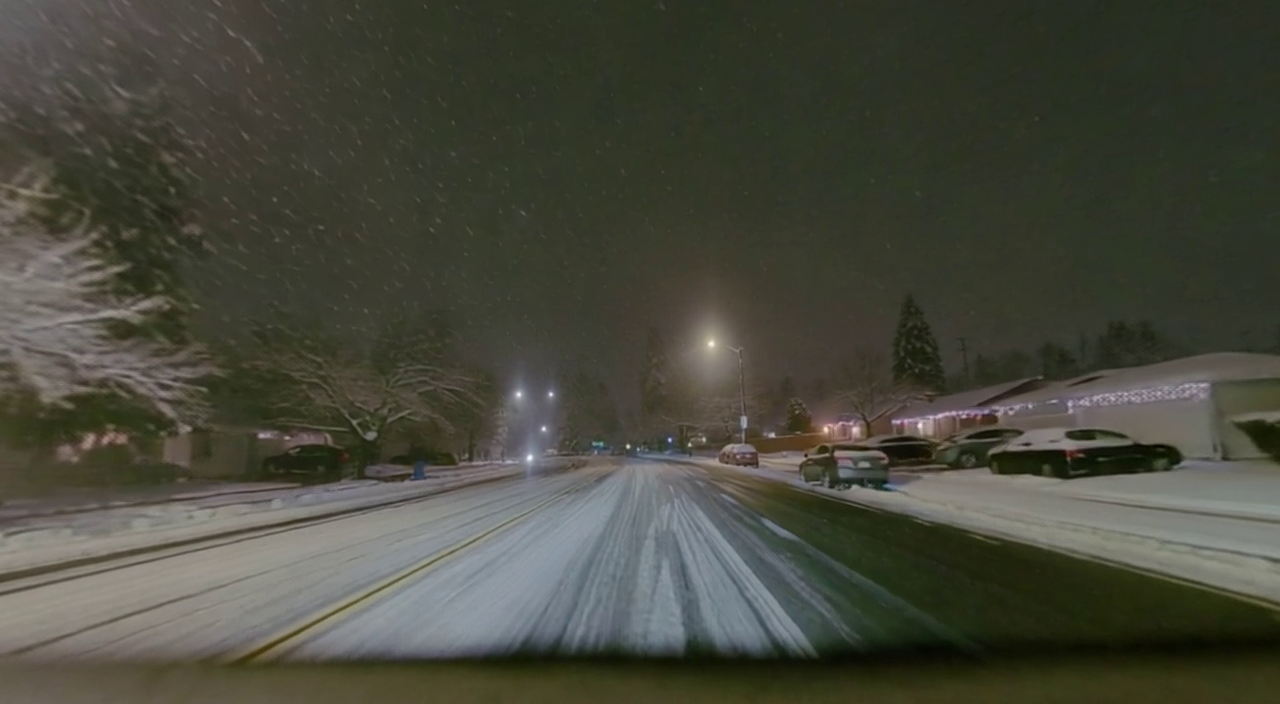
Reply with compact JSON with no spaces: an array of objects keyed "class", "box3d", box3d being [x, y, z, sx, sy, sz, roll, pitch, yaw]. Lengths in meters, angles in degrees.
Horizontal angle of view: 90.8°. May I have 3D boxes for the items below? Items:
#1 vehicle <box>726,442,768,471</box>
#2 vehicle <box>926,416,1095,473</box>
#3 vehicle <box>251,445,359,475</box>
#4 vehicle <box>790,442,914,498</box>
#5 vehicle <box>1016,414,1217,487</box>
[{"class":"vehicle","box3d":[6.840,6.749,40.967,1.996,1.745,4.556,-1,-9,1]},{"class":"vehicle","box3d":[14.990,3.798,25.863,5.355,1.853,2.257,-4,-9,1]},{"class":"vehicle","box3d":[-21.214,6.850,40.200,5.659,1.769,2.073,0,-8,-2]},{"class":"vehicle","box3d":[6.485,3.637,20.056,2.042,1.511,5.029,0,-8,-2]},{"class":"vehicle","box3d":[13.336,2.823,18.193,1.978,1.738,4.734,-2,-9,-1]}]
